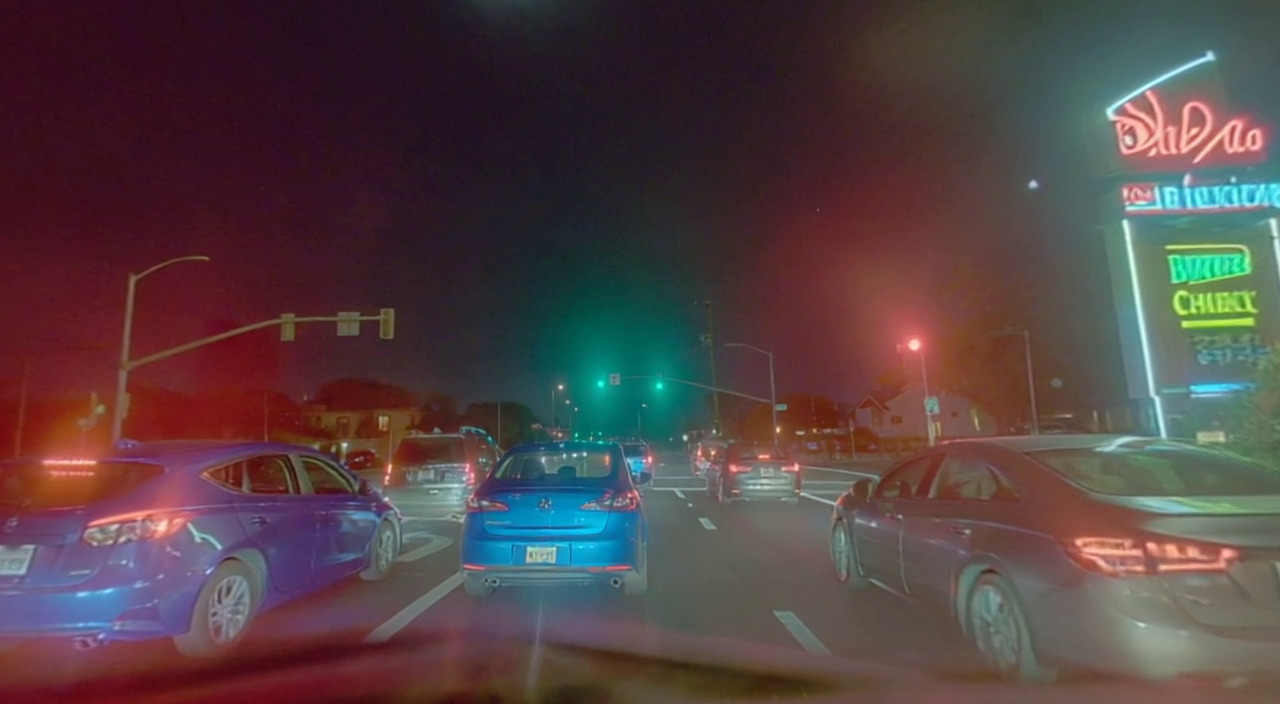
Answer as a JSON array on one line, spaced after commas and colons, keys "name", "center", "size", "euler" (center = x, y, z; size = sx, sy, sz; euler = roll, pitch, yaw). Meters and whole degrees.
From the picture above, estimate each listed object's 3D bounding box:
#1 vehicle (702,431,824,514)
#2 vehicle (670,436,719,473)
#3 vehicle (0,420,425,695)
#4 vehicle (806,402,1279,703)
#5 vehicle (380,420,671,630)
[{"name": "vehicle", "center": [2.658, 2.718, 14.741], "size": [1.956, 1.615, 4.205], "euler": [0, -9, -1]}, {"name": "vehicle", "center": [2.729, 5.263, 32.508], "size": [2.063, 1.750, 4.410], "euler": [0, -9, -1]}, {"name": "vehicle", "center": [-3.665, 1.452, 5.716], "size": [2.058, 1.474, 4.473], "euler": [0, -9, -3]}, {"name": "vehicle", "center": [2.785, 1.234, 4.427], "size": [2.014, 1.464, 4.312], "euler": [0, -9, -1]}, {"name": "vehicle", "center": [-0.864, 1.546, 6.574], "size": [2.104, 1.500, 3.815], "euler": [0, -9, -1]}]
